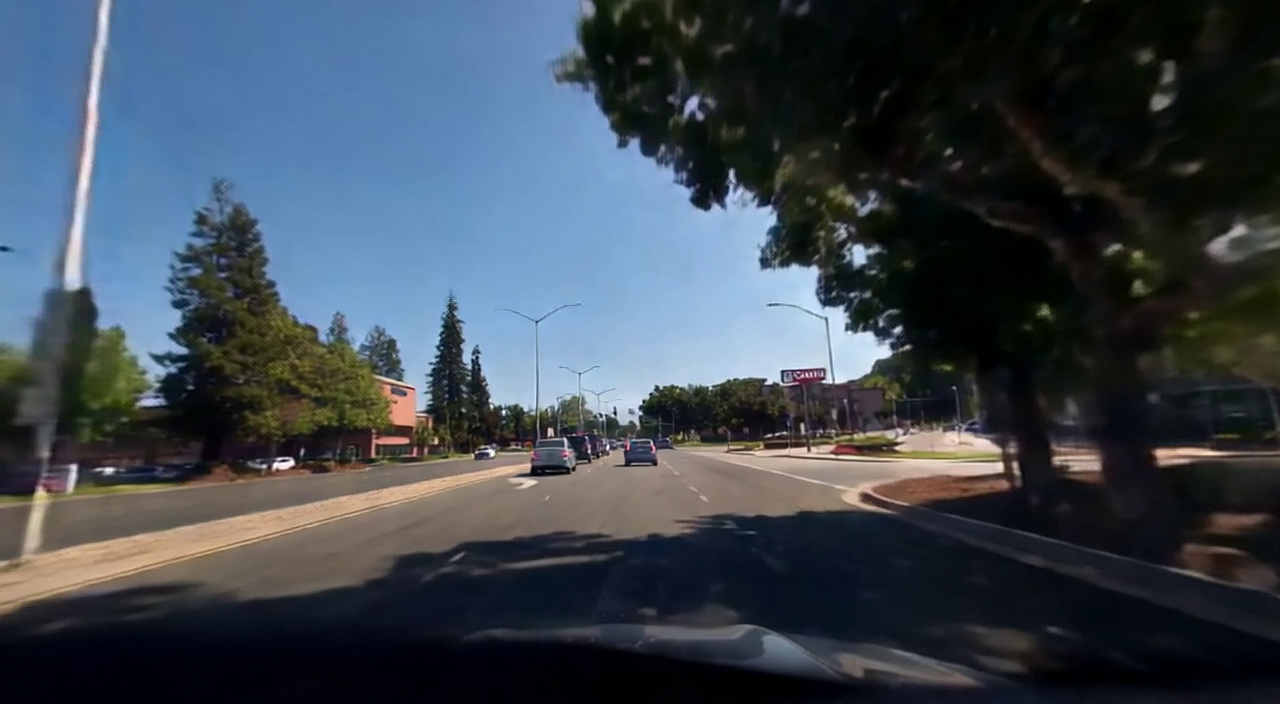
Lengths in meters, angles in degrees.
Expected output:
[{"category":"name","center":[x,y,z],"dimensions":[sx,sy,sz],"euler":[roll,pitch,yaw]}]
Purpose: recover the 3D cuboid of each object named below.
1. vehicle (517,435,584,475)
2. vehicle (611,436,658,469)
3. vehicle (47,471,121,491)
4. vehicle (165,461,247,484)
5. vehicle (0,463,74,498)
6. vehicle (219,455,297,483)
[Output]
[{"category":"vehicle","center":[-3.638,4.273,26.431],"dimensions":[2.139,1.487,4.453],"euler":[0,-8,0]},{"category":"vehicle","center":[-0.262,4.817,30.541],"dimensions":[2.126,1.475,3.967],"euler":[0,-8,-1]},{"category":"vehicle","center":[-41.623,9.647,47.314],"dimensions":[3.902,1.412,1.716],"euler":[0,-8,1]},{"category":"vehicle","center":[-29.229,8.093,42.599],"dimensions":[4.193,1.435,1.770],"euler":[0,-8,0]},{"category":"vehicle","center":[-28.743,5.857,28.814],"dimensions":[3.942,1.471,1.859],"euler":[0,-8,-1]},{"category":"vehicle","center":[-28.798,8.808,47.749],"dimensions":[4.586,1.682,2.003],"euler":[-3,-8,-4]}]
